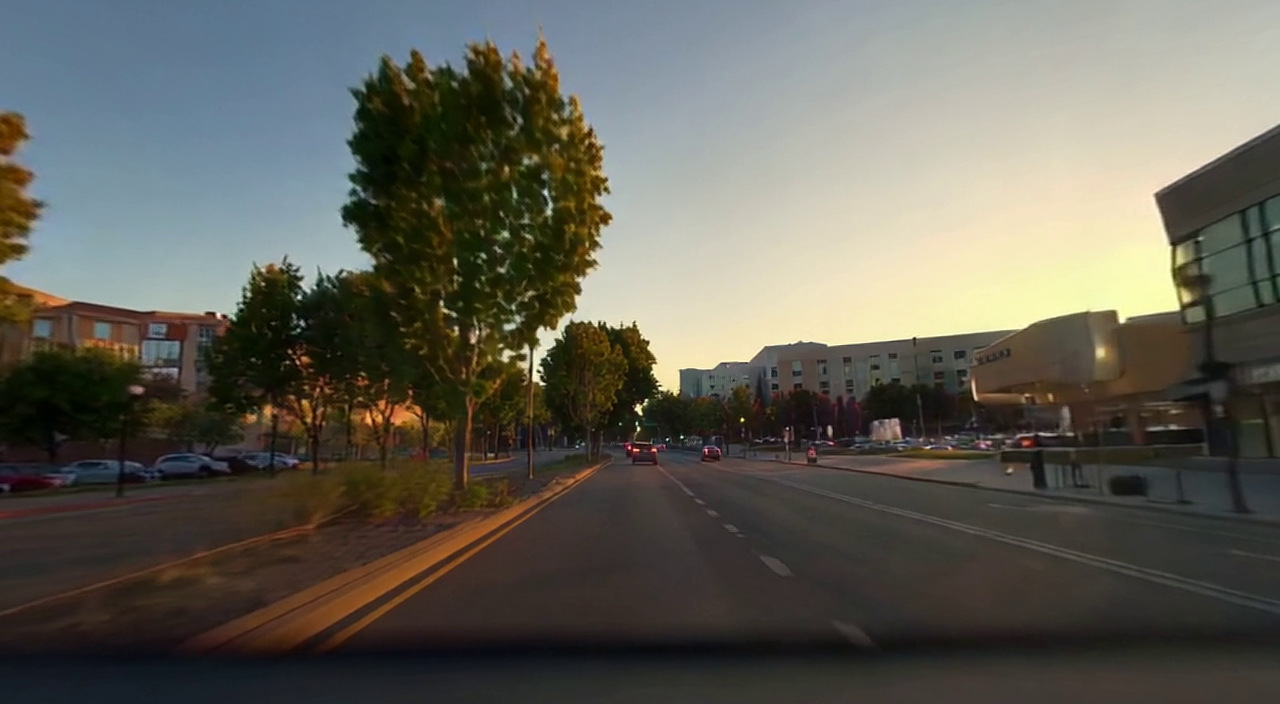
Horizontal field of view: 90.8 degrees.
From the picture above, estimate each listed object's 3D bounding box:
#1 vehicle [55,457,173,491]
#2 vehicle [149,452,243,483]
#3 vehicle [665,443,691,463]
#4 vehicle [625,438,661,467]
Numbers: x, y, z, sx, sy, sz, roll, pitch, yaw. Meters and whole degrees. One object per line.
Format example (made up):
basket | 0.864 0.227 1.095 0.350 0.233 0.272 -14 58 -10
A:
vehicle | -26.315 6.083 31.845 1.815 1.470 4.581 -1 -8 4
vehicle | -25.769 6.687 36.913 2.051 1.644 4.674 0 -8 1
vehicle | 2.904 7.799 48.902 1.685 1.441 3.795 0 -8 -1
vehicle | 0.173 6.282 39.506 2.100 1.683 4.231 0 -8 0
